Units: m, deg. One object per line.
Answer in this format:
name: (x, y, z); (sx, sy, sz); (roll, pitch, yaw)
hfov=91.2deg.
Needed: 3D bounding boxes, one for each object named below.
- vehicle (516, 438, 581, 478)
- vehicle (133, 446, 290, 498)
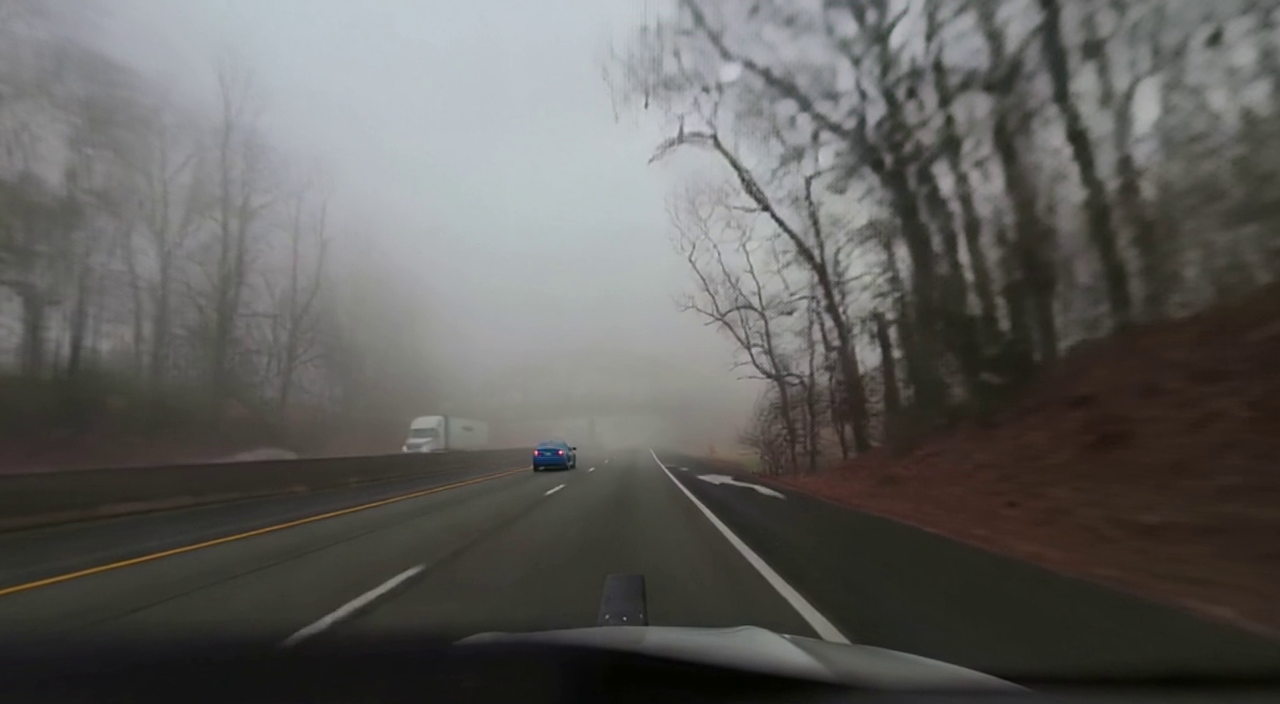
vehicle: (-3.777, 4.449, 26.632); (2.052, 1.556, 4.405); (0, -8, 0)
vehicle: (-13.907, 3.881, 20.794); (1.924, 1.530, 4.565); (0, -9, 1)
